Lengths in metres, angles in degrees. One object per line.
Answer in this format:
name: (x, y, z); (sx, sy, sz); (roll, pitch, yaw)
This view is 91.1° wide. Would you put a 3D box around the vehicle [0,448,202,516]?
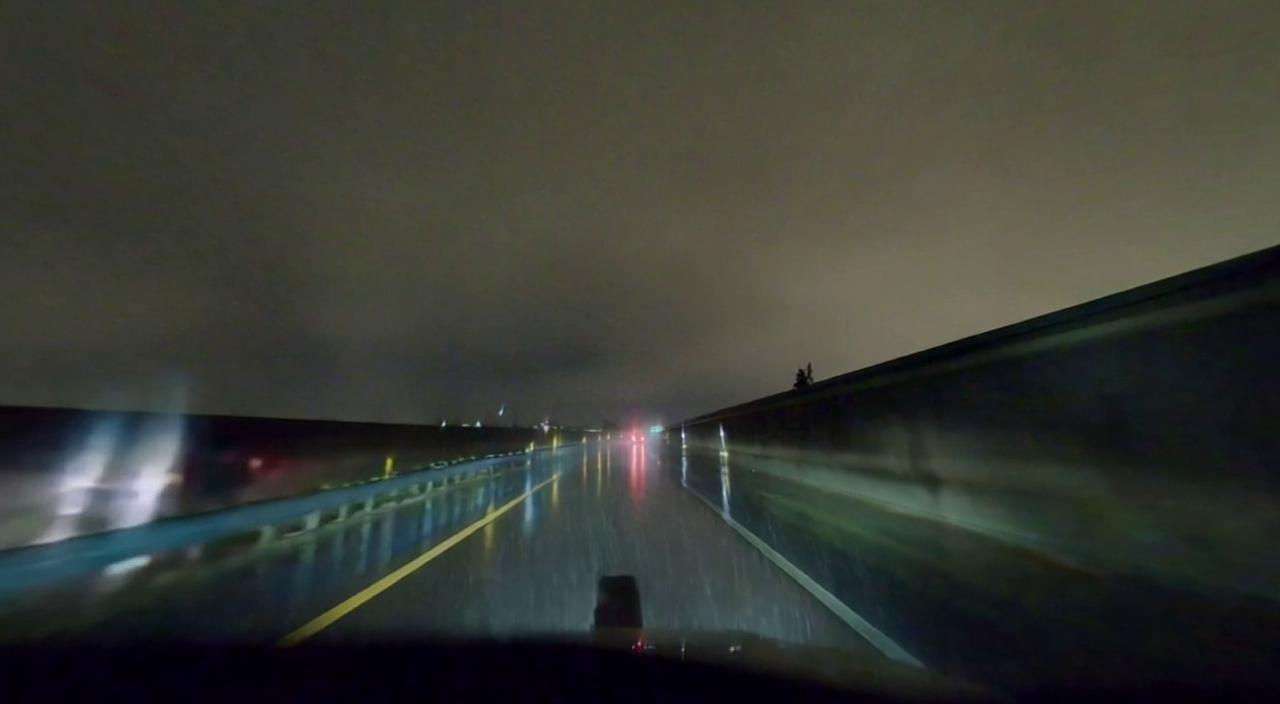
vehicle: (-14.183, 3.340, 16.768); (1.854, 1.495, 4.452); (0, -8, -2)
